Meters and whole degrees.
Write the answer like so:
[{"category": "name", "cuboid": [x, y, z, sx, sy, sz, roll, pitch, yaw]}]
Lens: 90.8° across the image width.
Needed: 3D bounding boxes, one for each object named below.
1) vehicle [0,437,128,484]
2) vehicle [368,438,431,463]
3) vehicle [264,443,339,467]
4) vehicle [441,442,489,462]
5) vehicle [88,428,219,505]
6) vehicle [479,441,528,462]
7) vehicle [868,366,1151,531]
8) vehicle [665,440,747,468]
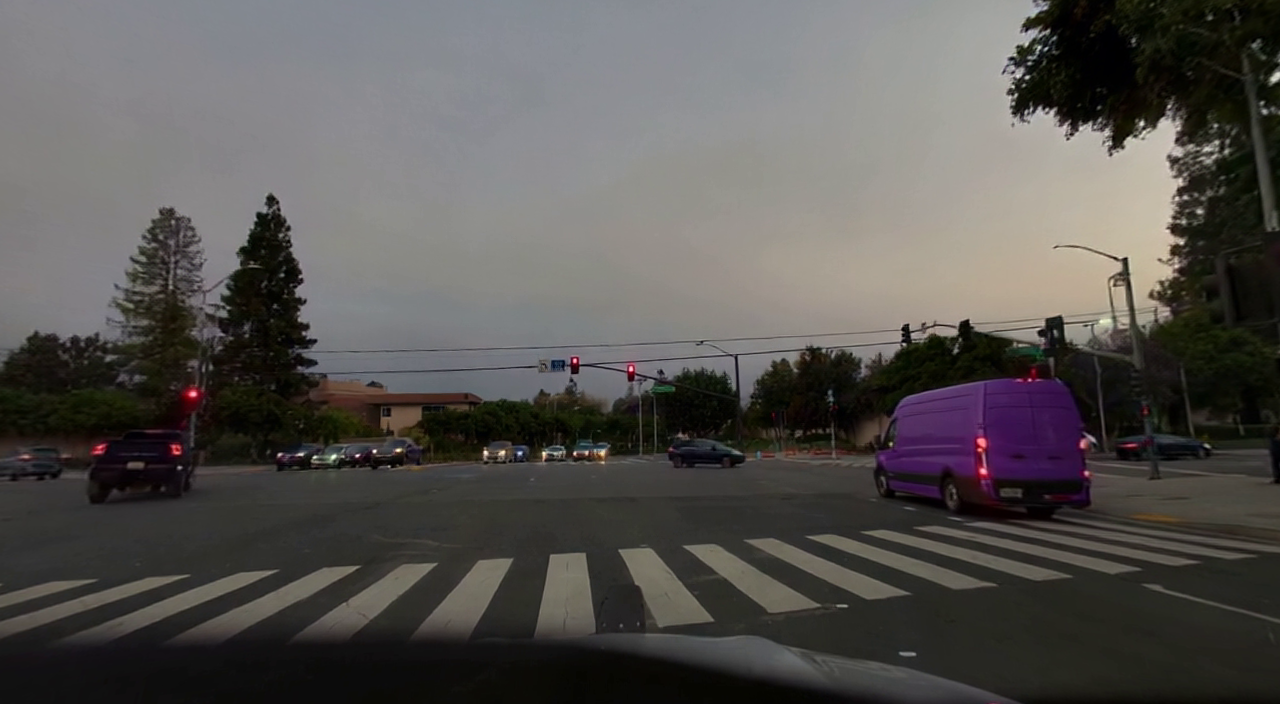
[{"category": "vehicle", "cuboid": [-20.572, 3.775, 22.079, 4.524, 1.496, 1.993, -3, -9, 20]}, {"category": "vehicle", "cuboid": [-17.385, 7.159, 46.003, 2.189, 1.753, 4.785, -1, -9, 8]}, {"category": "vehicle", "cuboid": [-21.839, 6.641, 40.971, 1.859, 1.415, 4.591, -1, -9, 8]}, {"category": "vehicle", "cuboid": [-13.191, 7.585, 47.866, 1.845, 1.426, 4.289, -1, -9, 8]}, {"category": "vehicle", "cuboid": [-12.243, 2.863, 16.234, 2.115, 1.653, 4.553, 5, -10, -32]}, {"category": "vehicle", "cuboid": [-10.155, 7.469, 47.397, 2.097, 1.484, 4.596, -1, -9, 8]}, {"category": "vehicle", "cuboid": [6.580, 1.858, 12.343, 2.332, 2.511, 5.326, 0, -9, 1]}, {"category": "vehicle", "cuboid": [3.505, 5.421, 33.662, 3.909, 1.409, 1.907, -5, -10, 28]}]
